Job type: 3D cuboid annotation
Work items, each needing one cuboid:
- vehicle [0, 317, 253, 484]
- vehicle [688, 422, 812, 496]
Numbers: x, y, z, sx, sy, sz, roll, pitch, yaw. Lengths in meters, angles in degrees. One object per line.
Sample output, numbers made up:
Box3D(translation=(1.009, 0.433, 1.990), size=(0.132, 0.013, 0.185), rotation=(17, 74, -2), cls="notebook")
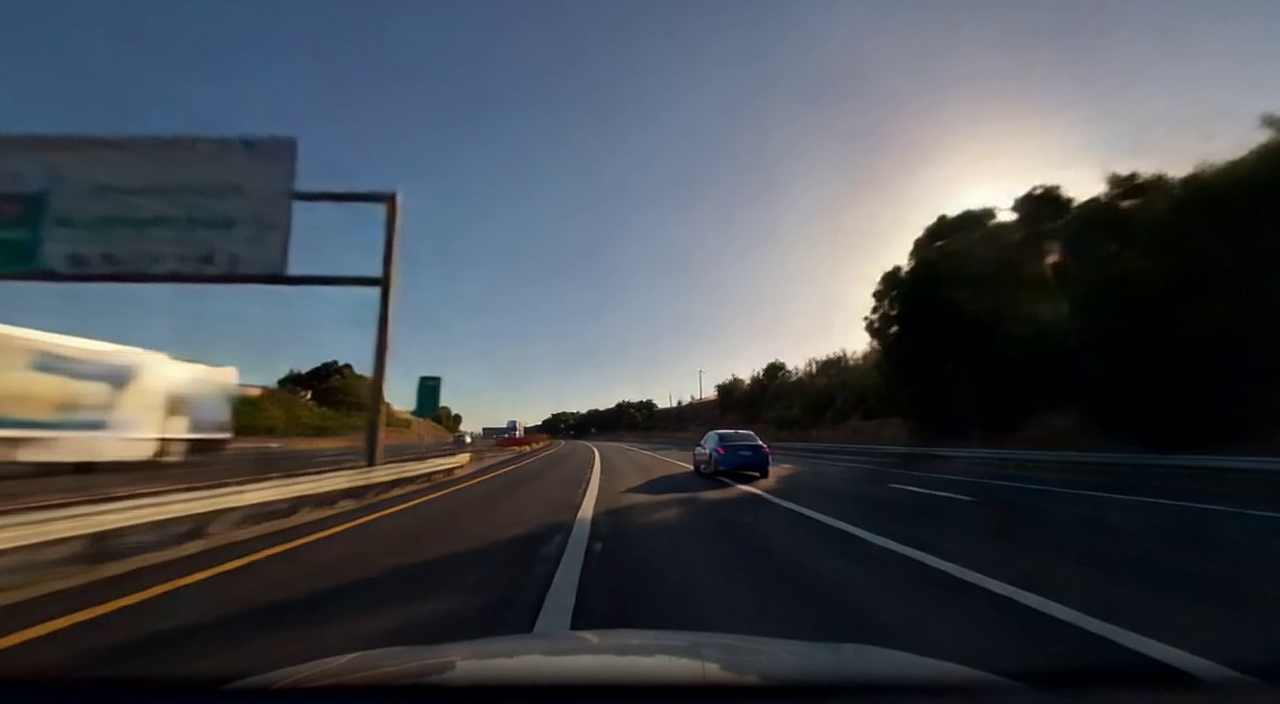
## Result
Box3D(translation=(-14.954, 1.484, 16.504), size=(2.715, 3.451, 12.236), rotation=(0, -8, -4), cls="vehicle")
Box3D(translation=(2.578, 2.637, 15.989), size=(1.997, 1.589, 4.179), rotation=(0, -8, -6), cls="vehicle")
